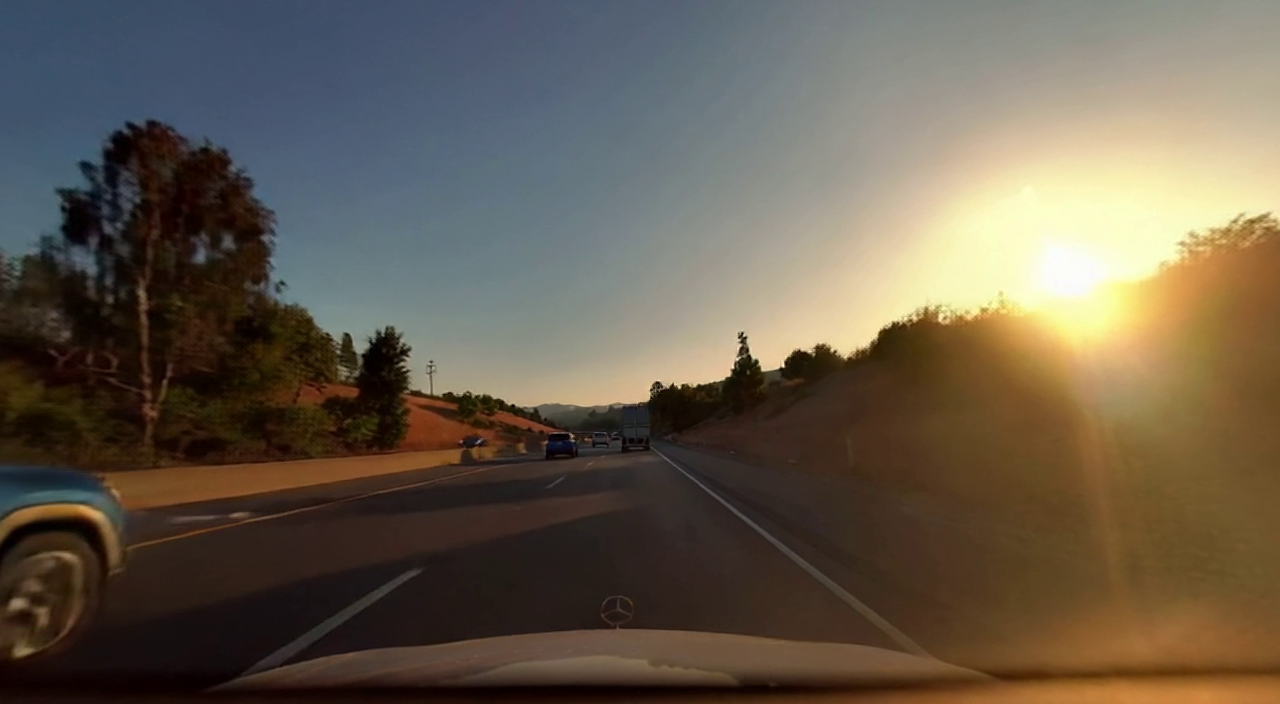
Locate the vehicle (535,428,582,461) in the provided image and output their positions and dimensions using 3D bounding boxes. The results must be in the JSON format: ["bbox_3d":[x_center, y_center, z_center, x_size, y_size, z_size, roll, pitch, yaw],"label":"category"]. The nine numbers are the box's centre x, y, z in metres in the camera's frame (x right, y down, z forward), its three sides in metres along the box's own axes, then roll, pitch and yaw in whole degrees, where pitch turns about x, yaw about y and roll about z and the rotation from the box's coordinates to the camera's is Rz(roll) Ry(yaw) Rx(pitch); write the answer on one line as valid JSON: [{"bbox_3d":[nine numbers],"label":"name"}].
[{"bbox_3d":[-4.512,5.163,35.398,2.049,1.726,4.291,0,-8,0],"label":"vehicle"}]

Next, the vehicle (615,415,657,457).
[{"bbox_3d":[-0.275,5.476,40.845,2.526,2.531,5.026,0,-8,-1],"label":"vehicle"}]

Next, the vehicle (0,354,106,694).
[{"bbox_3d":[-4.134,0.626,1.458,2.045,1.655,4.301,0,-8,-1],"label":"vehicle"}]
